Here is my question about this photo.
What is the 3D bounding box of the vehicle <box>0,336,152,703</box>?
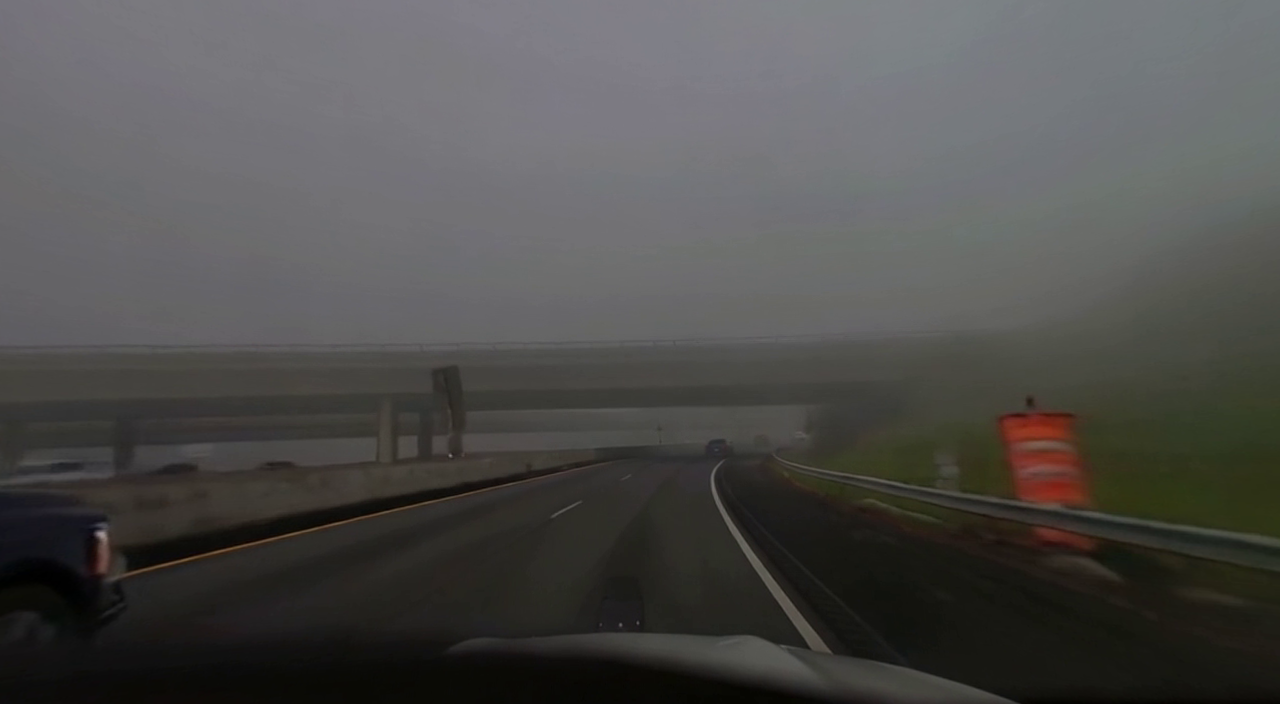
[{"bbox_3d":[-3.452,0.496,0.564,2.106,1.640,4.853,0,-9,0],"label":"vehicle"}]
